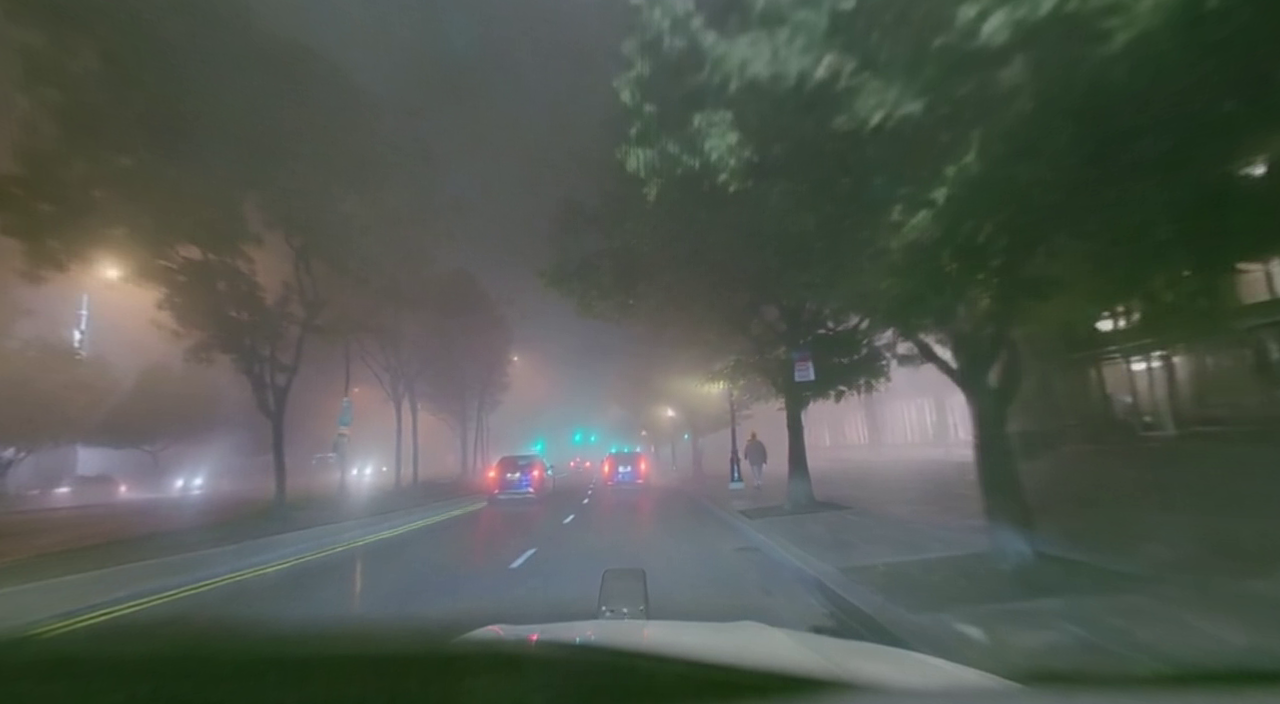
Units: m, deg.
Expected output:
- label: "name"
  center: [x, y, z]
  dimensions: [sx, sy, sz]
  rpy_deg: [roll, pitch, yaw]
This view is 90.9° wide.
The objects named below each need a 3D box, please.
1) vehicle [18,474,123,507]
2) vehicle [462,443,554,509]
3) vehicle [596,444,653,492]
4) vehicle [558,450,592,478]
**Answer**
- label: "vehicle"
  center: [-32.074, 7.768, 35.673]
  dimensions: [1.913, 1.579, 4.379]
  rpy_deg: [1, -9, -2]
- label: "vehicle"
  center: [-3.773, 3.607, 18.746]
  dimensions: [1.940, 1.722, 3.823]
  rpy_deg: [1, -9, -1]
- label: "vehicle"
  center: [-0.648, 4.657, 25.605]
  dimensions: [2.120, 1.758, 3.917]
  rpy_deg: [1, -9, -2]
- label: "vehicle"
  center: [-4.600, 7.938, 44.964]
  dimensions: [2.220, 1.847, 4.587]
  rpy_deg: [1, -9, -4]
